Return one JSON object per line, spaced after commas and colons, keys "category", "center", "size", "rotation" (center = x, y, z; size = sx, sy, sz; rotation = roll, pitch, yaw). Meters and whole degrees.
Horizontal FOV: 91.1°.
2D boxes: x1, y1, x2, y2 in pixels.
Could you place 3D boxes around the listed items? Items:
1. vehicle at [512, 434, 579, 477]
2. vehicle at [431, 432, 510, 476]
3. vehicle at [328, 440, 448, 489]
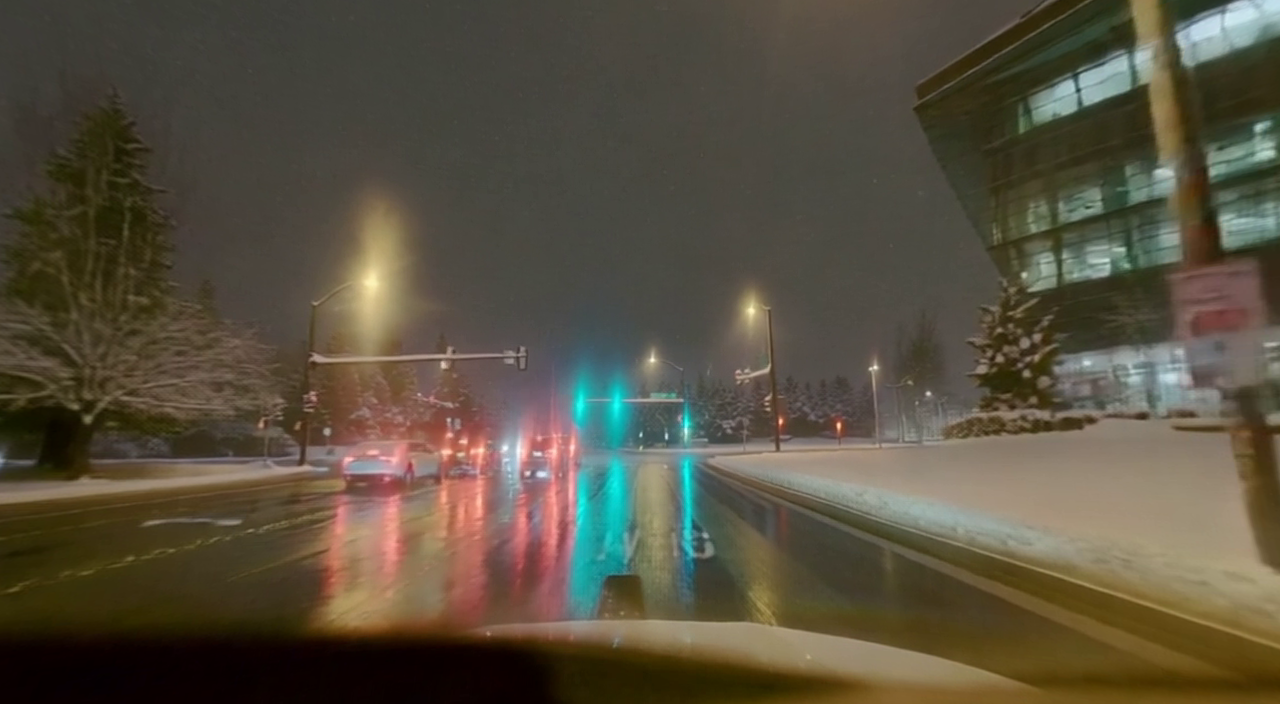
{"category": "vehicle", "center": [-3.822, 4.272, 26.194], "size": [2.043, 1.636, 4.320], "rotation": [0, -9, 1]}
{"category": "vehicle", "center": [-7.685, 4.673, 28.988], "size": [2.152, 1.813, 4.751], "rotation": [0, -9, 2]}
{"category": "vehicle", "center": [-8.134, 3.651, 20.790], "size": [2.030, 1.440, 4.464], "rotation": [0, -9, 2]}
